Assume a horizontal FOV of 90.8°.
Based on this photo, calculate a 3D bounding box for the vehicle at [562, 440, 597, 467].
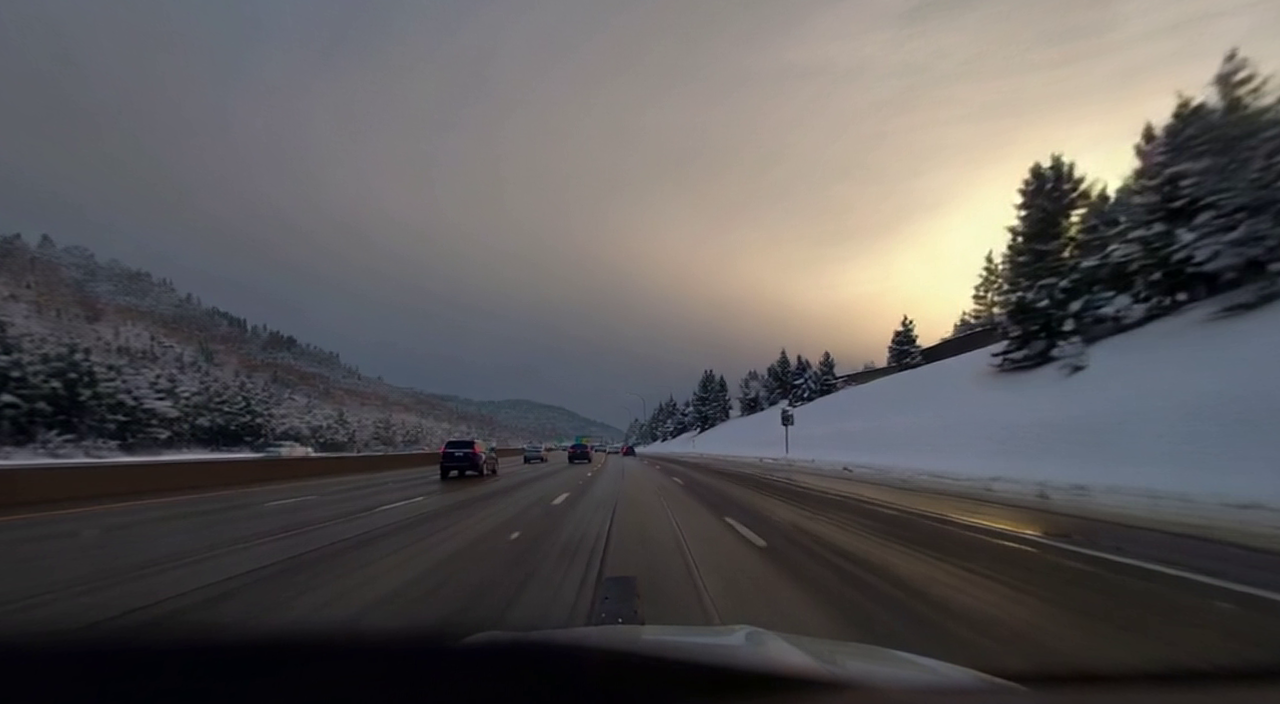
[{"bbox_3d":[-4.127,7.005,43.723,2.115,1.713,4.263,0,-9,-2],"label":"vehicle"}]

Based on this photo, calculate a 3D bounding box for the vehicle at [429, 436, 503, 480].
[{"bbox_3d":[-7.687,4.723,28.473,2.074,1.768,4.805,0,-9,-1],"label":"vehicle"}]

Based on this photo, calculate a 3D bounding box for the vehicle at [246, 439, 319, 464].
[{"bbox_3d":[-27.812,7.778,49.451,2.368,1.845,5.789,0,-9,-1],"label":"vehicle"}]
